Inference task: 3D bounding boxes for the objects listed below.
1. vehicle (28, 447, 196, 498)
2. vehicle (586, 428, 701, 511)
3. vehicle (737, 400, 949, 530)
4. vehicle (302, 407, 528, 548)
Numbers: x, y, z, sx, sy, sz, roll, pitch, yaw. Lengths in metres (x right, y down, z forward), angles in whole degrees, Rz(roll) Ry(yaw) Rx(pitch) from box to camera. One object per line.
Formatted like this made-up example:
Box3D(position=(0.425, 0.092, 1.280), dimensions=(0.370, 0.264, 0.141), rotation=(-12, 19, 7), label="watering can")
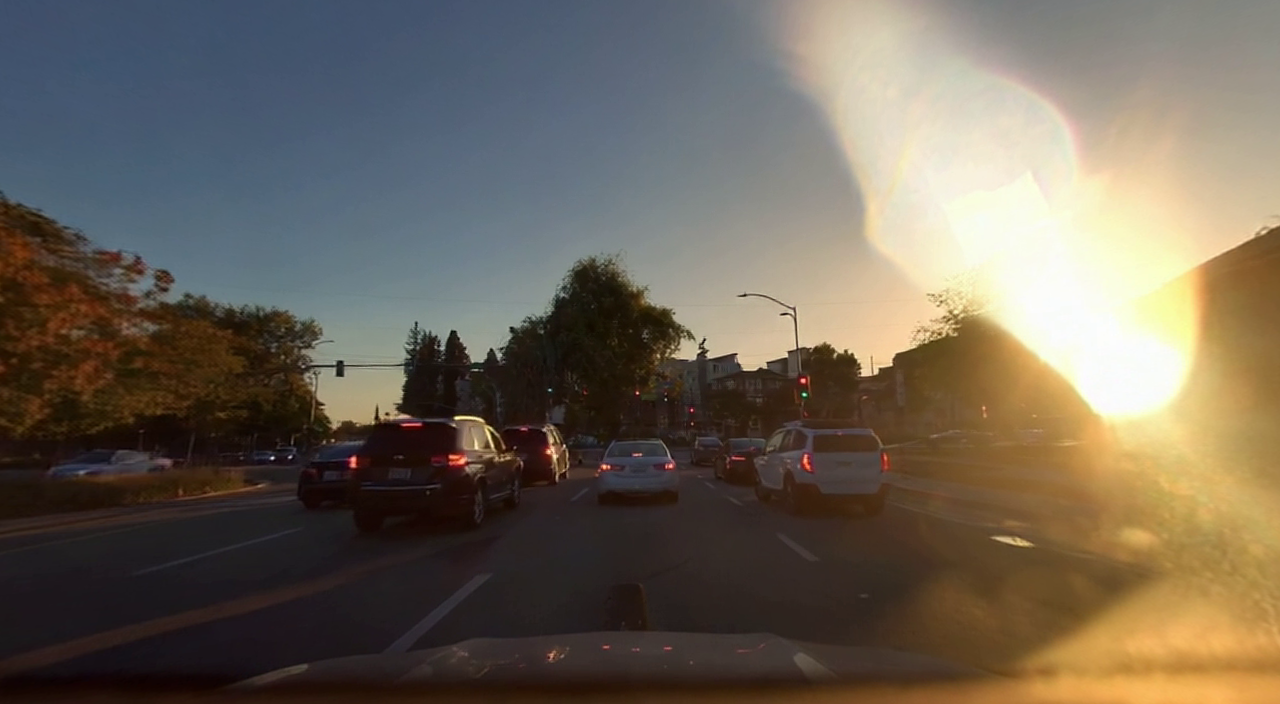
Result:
Box3D(position=(-21.347, 4.831, 25.842), dimensions=(2.219, 1.786, 5.705), rotation=(1, -8, -4), label="vehicle")
Box3D(position=(0.043, 2.366, 13.082), dimensions=(2.021, 1.461, 3.862), rotation=(0, -8, 0), label="vehicle")
Box3D(position=(3.255, 1.945, 11.328), dimensions=(2.141, 1.833, 4.704), rotation=(0, -8, -2), label="vehicle")
Box3D(position=(-3.134, 1.843, 9.867), dimensions=(1.912, 1.703, 4.261), rotation=(0, -8, 1), label="vehicle")
